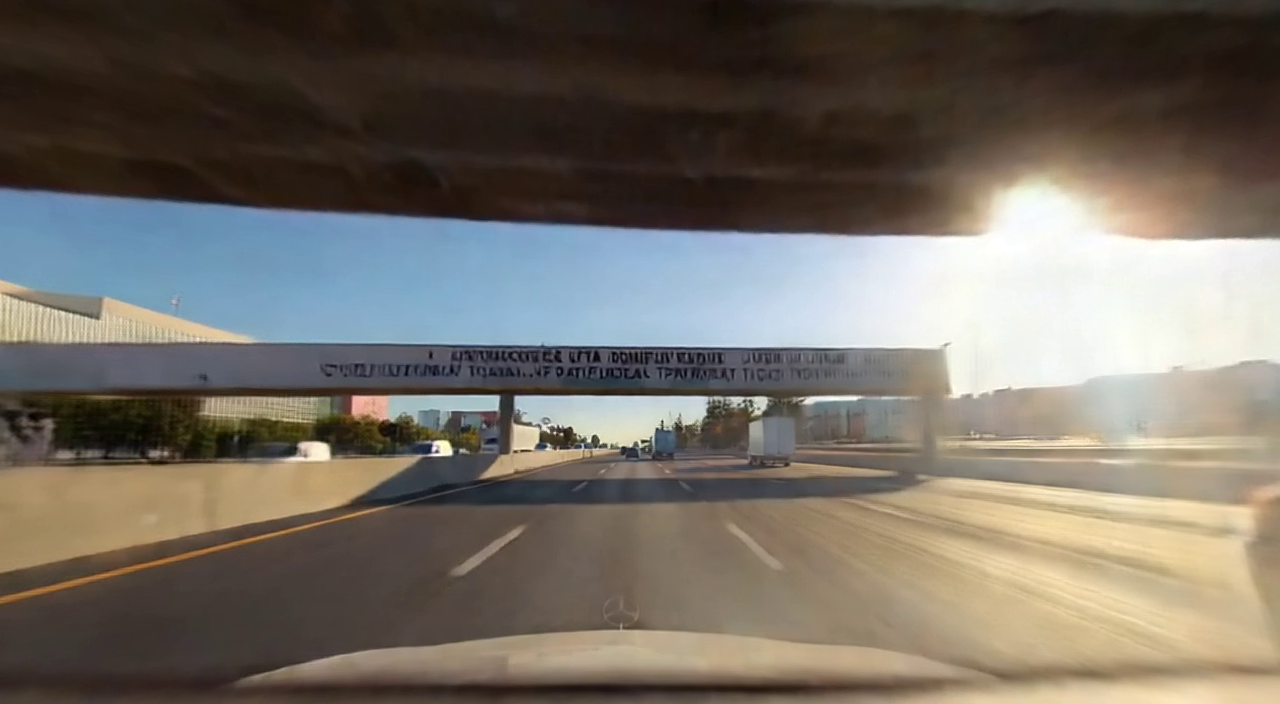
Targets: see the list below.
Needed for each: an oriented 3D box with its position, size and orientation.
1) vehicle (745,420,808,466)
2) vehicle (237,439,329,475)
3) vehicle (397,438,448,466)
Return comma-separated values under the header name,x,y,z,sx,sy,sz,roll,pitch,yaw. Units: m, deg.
name,x,y,z,sx,sy,sz,roll,pitch,yaw
vehicle,10.543,7.240,49.955,2.912,3.293,9.588,0,-9,0
vehicle,-17.751,5.241,31.691,1.928,1.648,4.514,0,-9,1
vehicle,-13.784,6.351,40.246,1.807,1.667,3.770,0,-9,1
